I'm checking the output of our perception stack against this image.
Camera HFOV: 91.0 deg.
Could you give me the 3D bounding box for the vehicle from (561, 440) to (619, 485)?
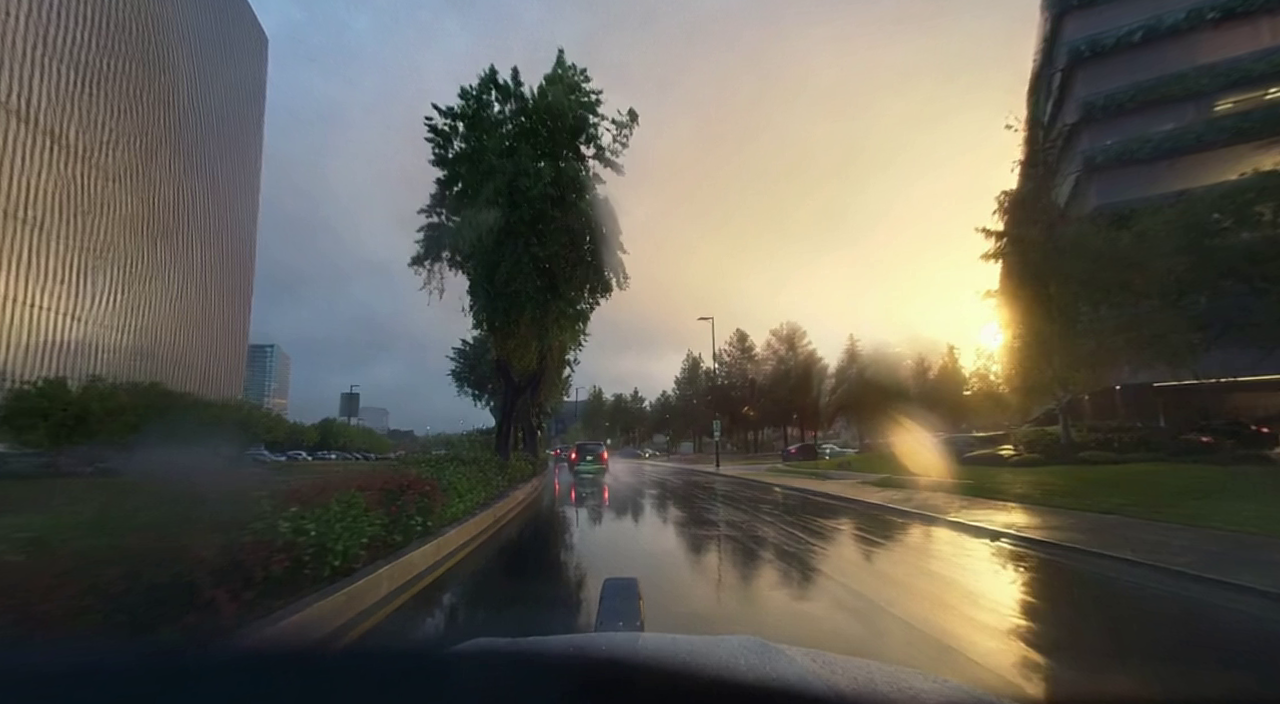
[{"bbox_3d":[-2.096,4.514,25.984,2.183,1.675,4.319,1,-9,-6],"label":"vehicle"}]
